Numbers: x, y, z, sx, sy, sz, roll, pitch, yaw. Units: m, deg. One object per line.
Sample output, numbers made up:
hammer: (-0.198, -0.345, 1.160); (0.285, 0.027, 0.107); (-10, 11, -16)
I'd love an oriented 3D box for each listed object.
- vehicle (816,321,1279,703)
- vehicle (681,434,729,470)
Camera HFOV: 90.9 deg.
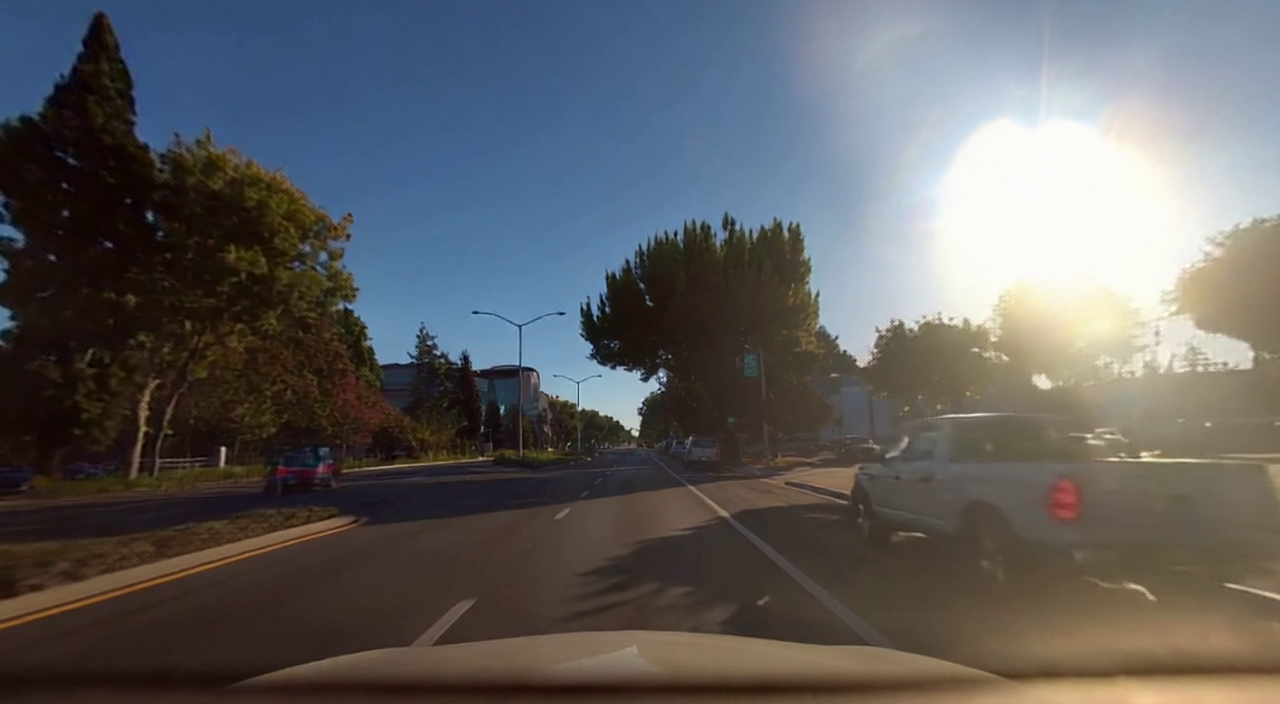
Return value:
vehicle: (3.780, 1.180, 5.797); (2.493, 1.896, 5.433); (0, -8, -3)
vehicle: (3.538, 5.553, 35.272); (2.144, 1.848, 4.159); (0, -8, -2)
